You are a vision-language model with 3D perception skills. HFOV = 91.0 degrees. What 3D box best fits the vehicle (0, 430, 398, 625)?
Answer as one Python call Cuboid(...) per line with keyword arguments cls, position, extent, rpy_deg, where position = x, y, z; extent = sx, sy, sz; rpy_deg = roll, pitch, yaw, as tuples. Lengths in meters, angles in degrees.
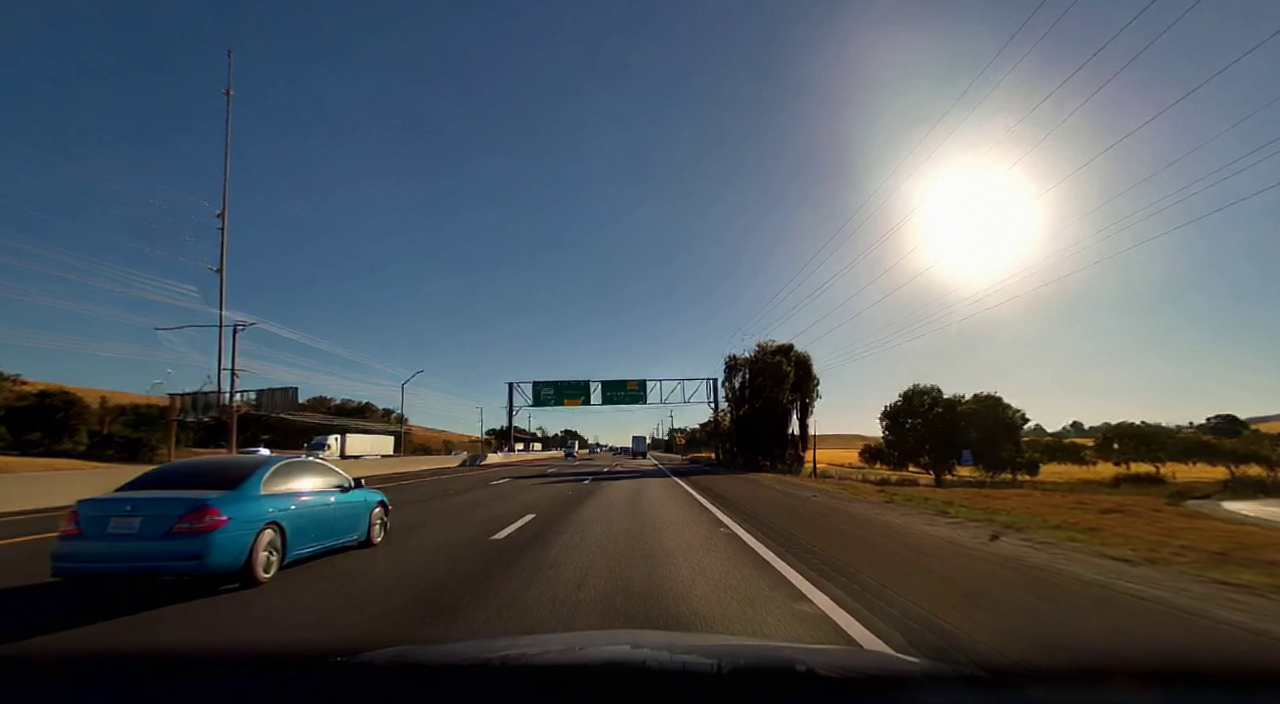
Cuboid(cls="vehicle", position=(-4.725, 1.717, 7.205), extent=(2.104, 1.501, 4.459), rpy_deg=(0, -9, 1))
